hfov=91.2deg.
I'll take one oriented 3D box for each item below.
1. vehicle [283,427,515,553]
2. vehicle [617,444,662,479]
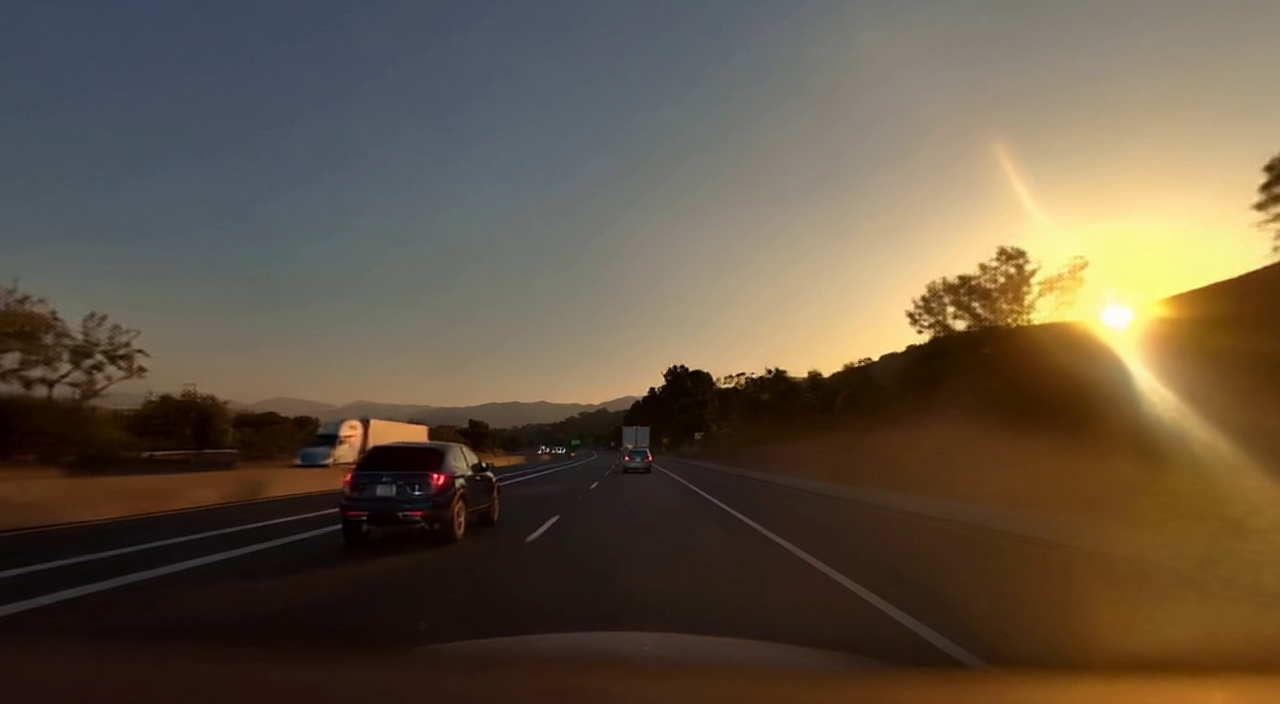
[{"bbox_3d":[-3.717,2.234,10.850,2.181,1.653,4.691,0,-9,0],"label":"vehicle"},{"bbox_3d":[-0.035,5.795,33.339,2.230,1.715,4.243,0,-9,-1],"label":"vehicle"}]
